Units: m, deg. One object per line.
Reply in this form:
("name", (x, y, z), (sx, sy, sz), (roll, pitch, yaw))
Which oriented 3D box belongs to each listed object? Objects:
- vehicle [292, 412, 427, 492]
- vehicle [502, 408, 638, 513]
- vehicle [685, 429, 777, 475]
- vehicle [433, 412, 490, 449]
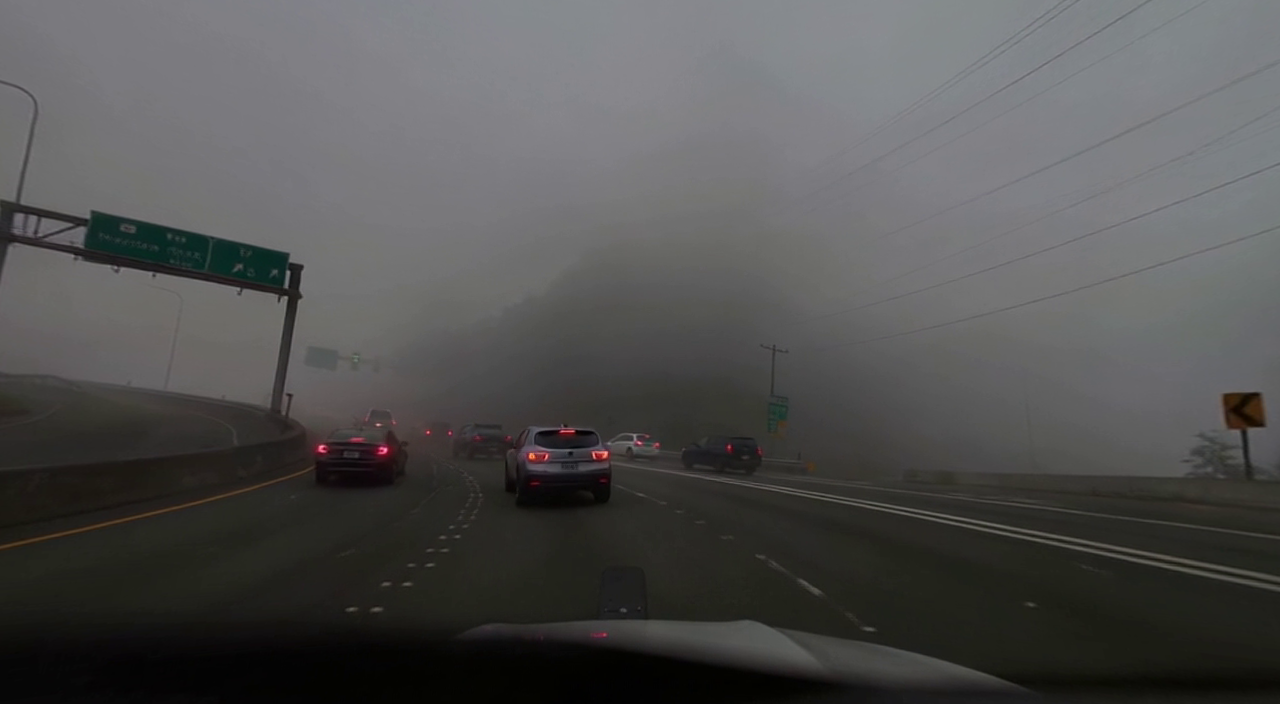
("vehicle", (-6.183, 2.270, 14.521), (2.033, 1.501, 4.623), (2, -9, -14))
("vehicle", (-1.596, 2.127, 12.753), (2.140, 1.724, 4.304), (2, -9, -14))
("vehicle", (3.799, 4.320, 27.464), (2.079, 1.807, 4.682), (3, -9, -18))
("vehicle", (-9.585, 4.234, 33.583), (2.042, 1.817, 4.650), (4, -9, -26))
